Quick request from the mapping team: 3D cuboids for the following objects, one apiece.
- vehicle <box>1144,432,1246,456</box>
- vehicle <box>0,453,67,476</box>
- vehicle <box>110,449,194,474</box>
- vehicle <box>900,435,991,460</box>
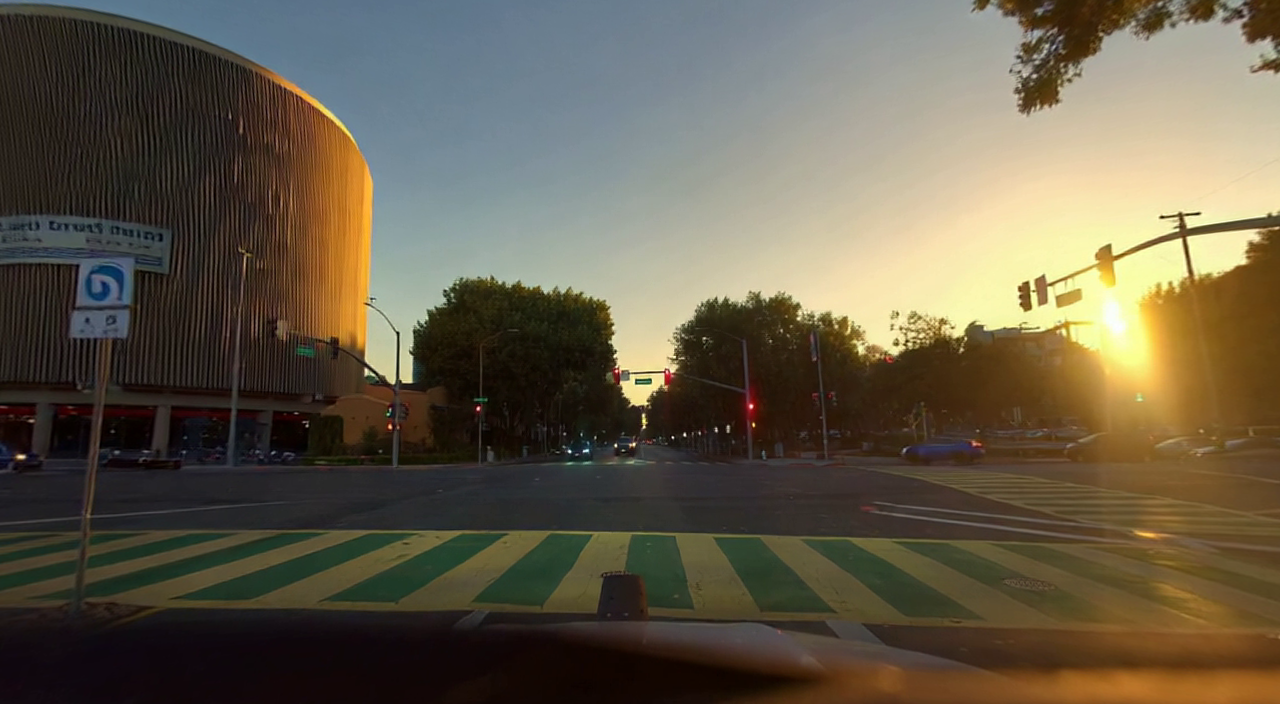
[{"bbox_3d":[36.170,6.018,41.185,4.767,1.456,1.858,-1,-8,3],"label":"vehicle"},{"bbox_3d":[-41.654,7.636,42.770,3.698,1.467,1.779,0,-8,1],"label":"vehicle"},{"bbox_3d":[-33.066,7.405,42.758,4.136,1.661,1.857,0,-8,1],"label":"vehicle"},{"bbox_3d":[18.592,5.868,38.552,4.529,1.457,1.981,-1,-8,5],"label":"vehicle"}]
